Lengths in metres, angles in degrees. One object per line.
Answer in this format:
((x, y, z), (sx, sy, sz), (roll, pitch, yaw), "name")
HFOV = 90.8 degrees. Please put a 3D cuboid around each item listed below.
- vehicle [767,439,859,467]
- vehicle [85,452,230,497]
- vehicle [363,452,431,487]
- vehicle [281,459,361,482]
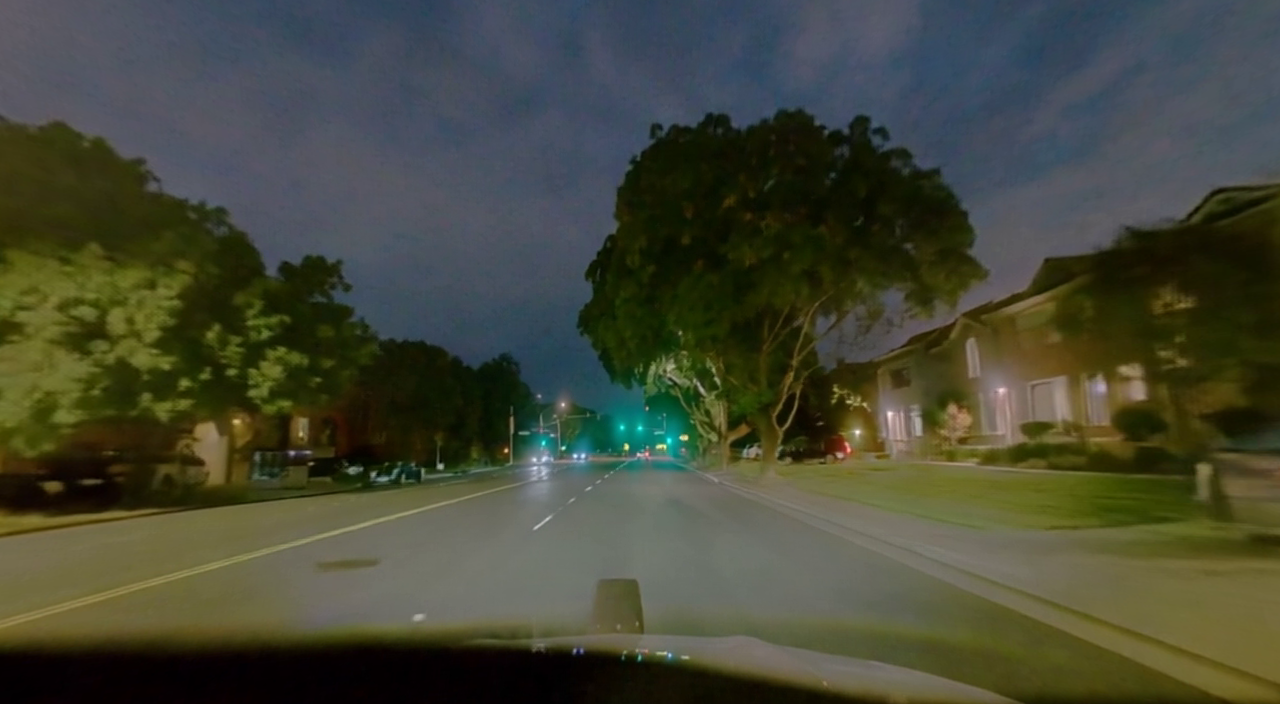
((9.927, 5.808, 36.515), (4.660, 1.513, 2.067), (0, -8, -2), "vehicle")
((-21.206, 5.387, 27.920), (4.756, 1.869, 2.042), (-1, -9, 3), "vehicle")
((-14.452, 6.959, 37.926), (2.008, 1.908, 5.305), (0, -9, -1), "vehicle")
((-21.173, 7.843, 42.049), (4.284, 1.431, 1.811), (0, -9, 0), "vehicle")
